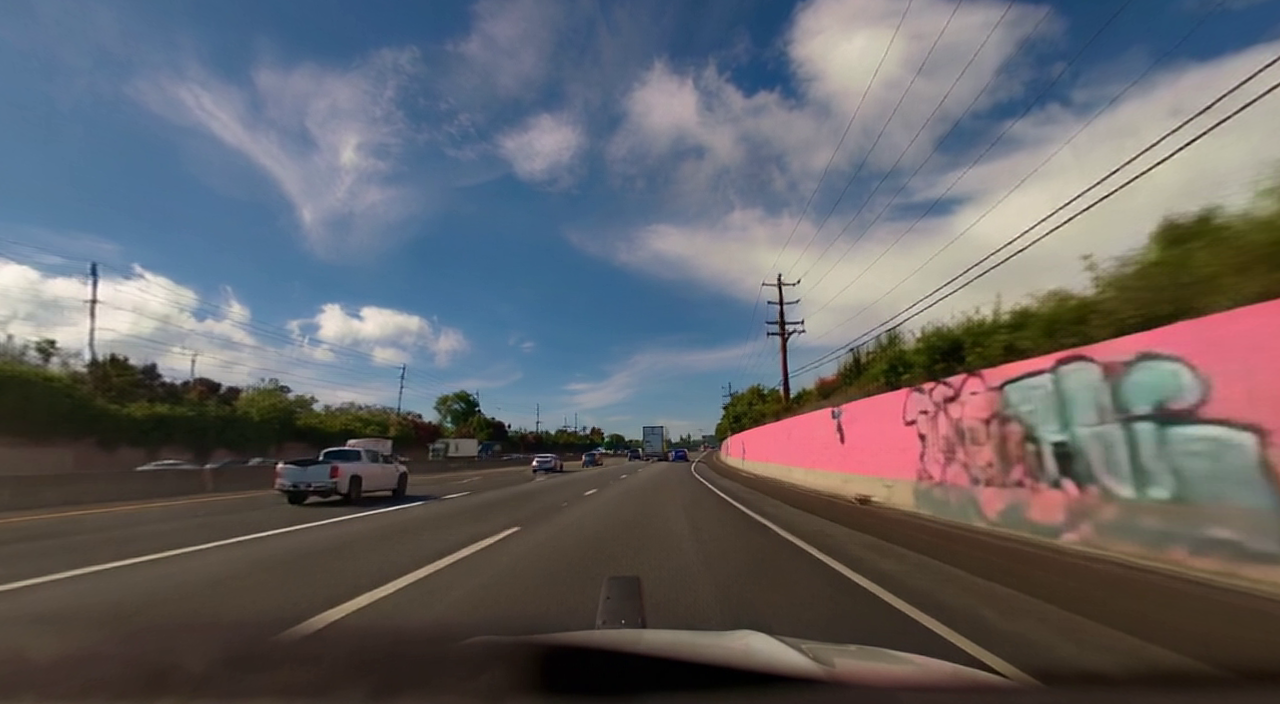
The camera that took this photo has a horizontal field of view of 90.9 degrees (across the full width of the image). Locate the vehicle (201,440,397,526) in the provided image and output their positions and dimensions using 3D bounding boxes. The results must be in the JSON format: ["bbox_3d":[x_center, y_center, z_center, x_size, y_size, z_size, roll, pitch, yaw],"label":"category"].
[{"bbox_3d":[-7.096,2.737,13.665,1.966,1.565,3.766,-1,-9,3],"label":"vehicle"}]

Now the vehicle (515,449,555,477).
[{"bbox_3d":[-6.034,6.392,36.426,1.708,1.489,2.840,-1,-9,3],"label":"vehicle"}]
